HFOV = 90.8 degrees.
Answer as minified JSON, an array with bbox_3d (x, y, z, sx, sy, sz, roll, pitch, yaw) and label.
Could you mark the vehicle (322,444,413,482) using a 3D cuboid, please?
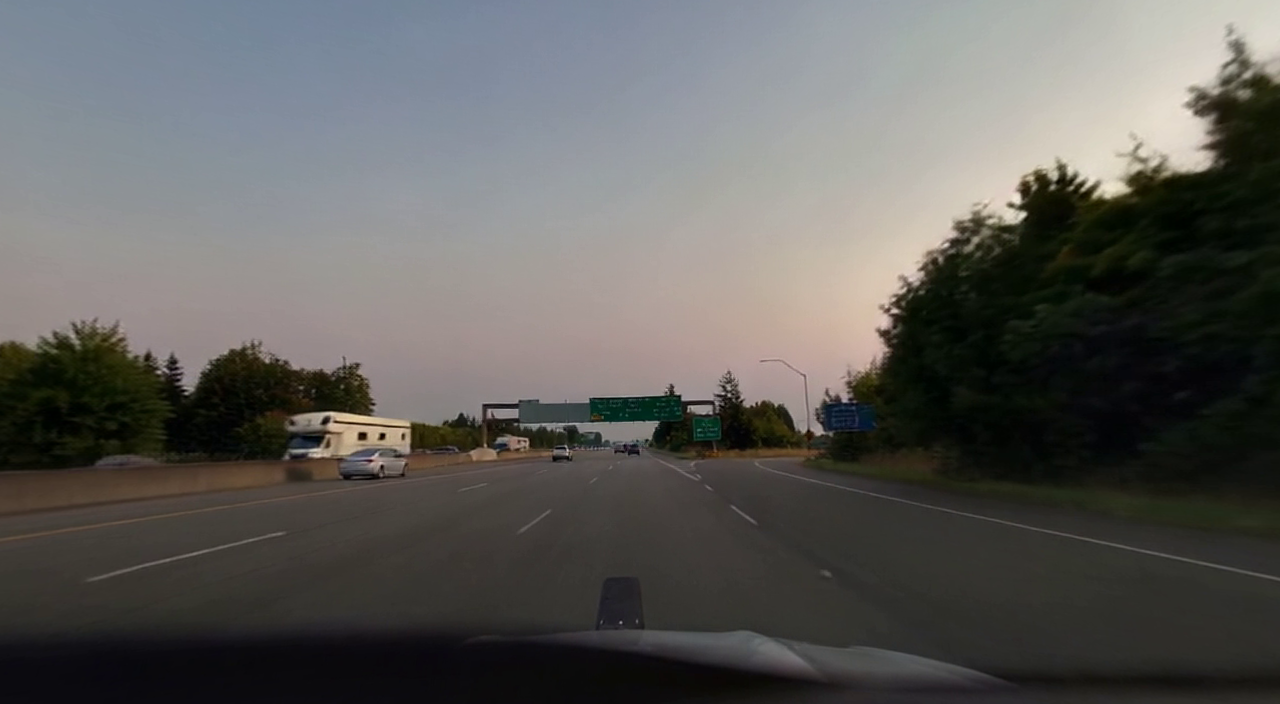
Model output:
[{"bbox_3d":[-11.528,4.700,27.045,1.981,1.503,4.207,0,-9,1],"label":"vehicle"}]
